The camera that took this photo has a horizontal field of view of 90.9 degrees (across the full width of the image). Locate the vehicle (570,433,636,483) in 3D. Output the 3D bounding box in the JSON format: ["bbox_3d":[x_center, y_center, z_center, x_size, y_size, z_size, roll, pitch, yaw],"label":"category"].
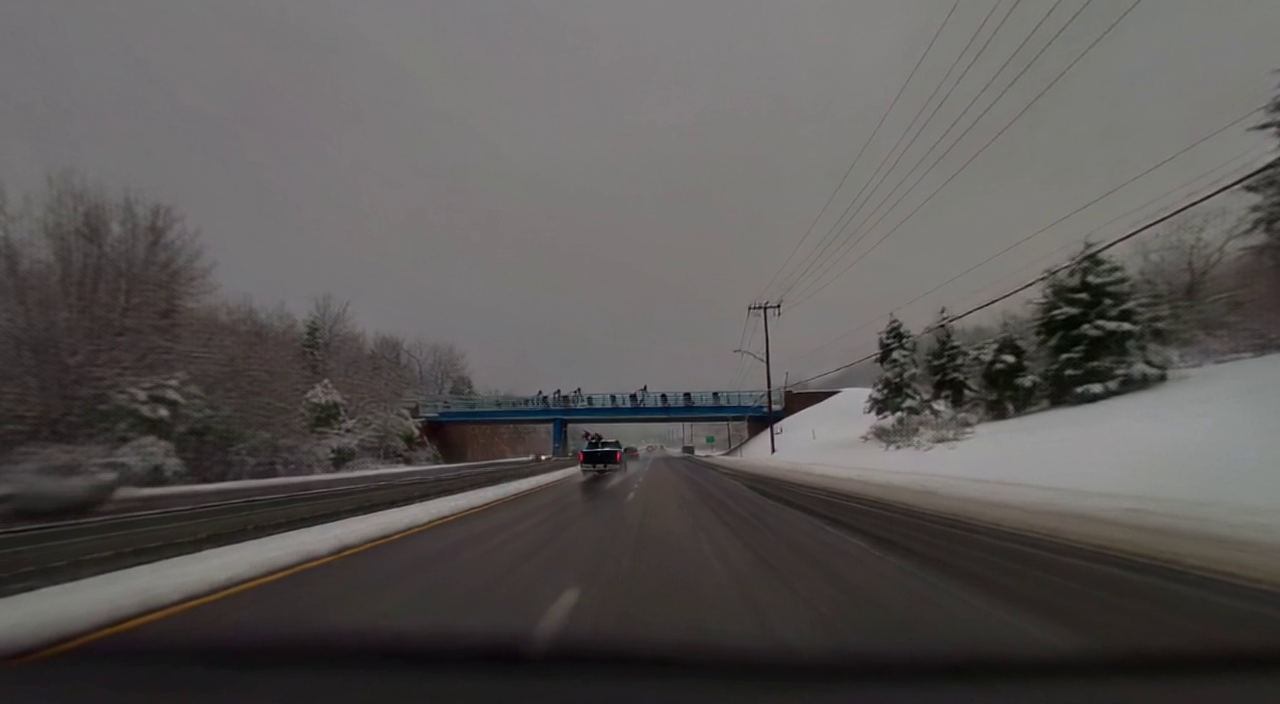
[{"bbox_3d":[-1.474,4.610,27.603,2.369,1.948,5.343,0,-9,2],"label":"vehicle"}]
